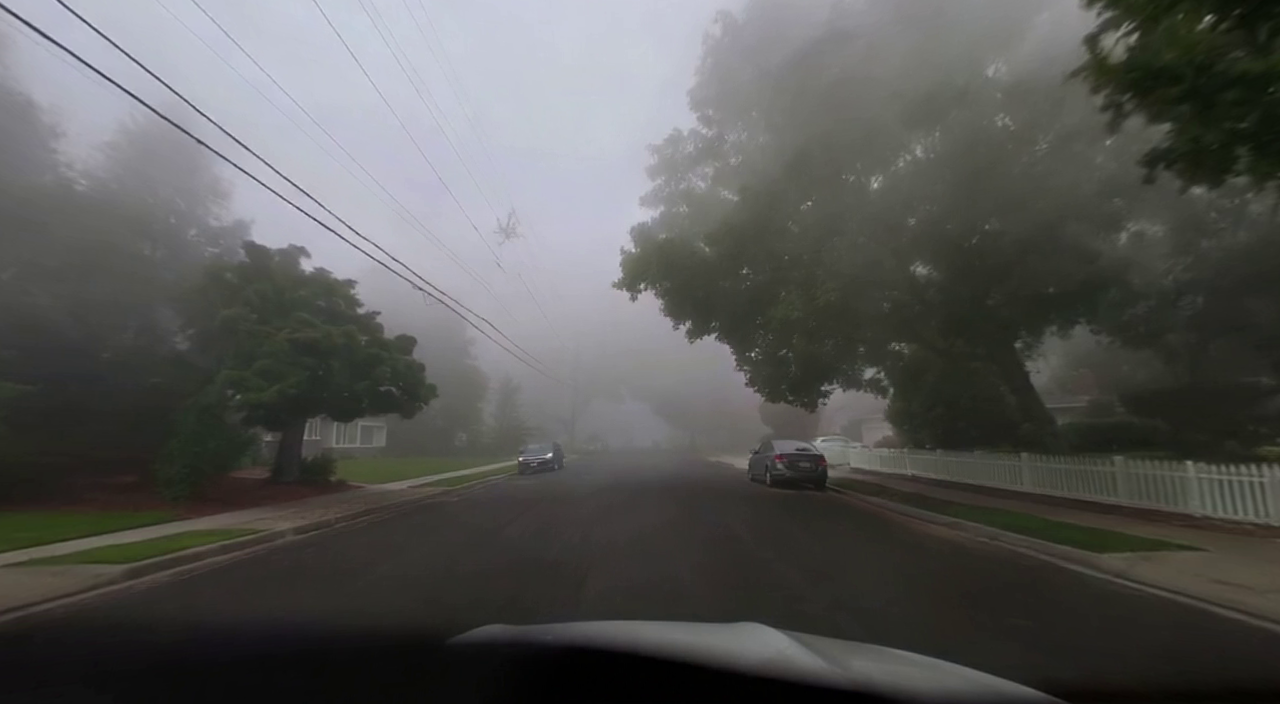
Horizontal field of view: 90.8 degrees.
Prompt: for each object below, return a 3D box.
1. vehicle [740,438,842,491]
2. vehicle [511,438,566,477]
[{"bbox_3d":[4.806,3.638,20.823,2.170,1.549,4.178,0,-8,-2],"label":"vehicle"},{"bbox_3d":[-5.069,5.284,32.096,1.970,1.666,4.223,-3,-7,1],"label":"vehicle"}]
